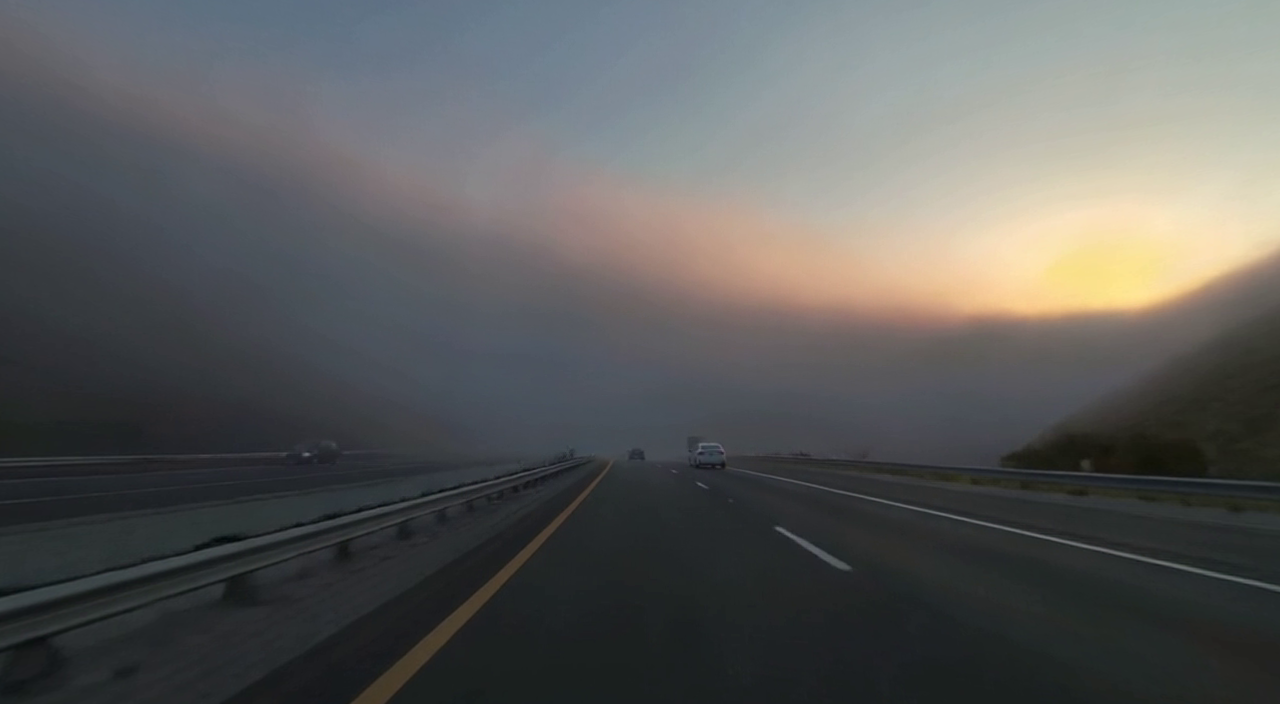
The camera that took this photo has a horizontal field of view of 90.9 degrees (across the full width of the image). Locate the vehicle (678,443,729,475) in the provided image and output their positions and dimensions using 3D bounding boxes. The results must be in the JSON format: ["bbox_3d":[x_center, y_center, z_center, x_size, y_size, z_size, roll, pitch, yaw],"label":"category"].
[{"bbox_3d":[3.263,5.606,33.346,1.960,1.516,4.657,0,-8,-3],"label":"vehicle"}]

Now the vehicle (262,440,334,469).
[{"bbox_3d":[-21.750,6.531,40.372,2.062,1.750,4.749,0,-8,-2],"label":"vehicle"}]
